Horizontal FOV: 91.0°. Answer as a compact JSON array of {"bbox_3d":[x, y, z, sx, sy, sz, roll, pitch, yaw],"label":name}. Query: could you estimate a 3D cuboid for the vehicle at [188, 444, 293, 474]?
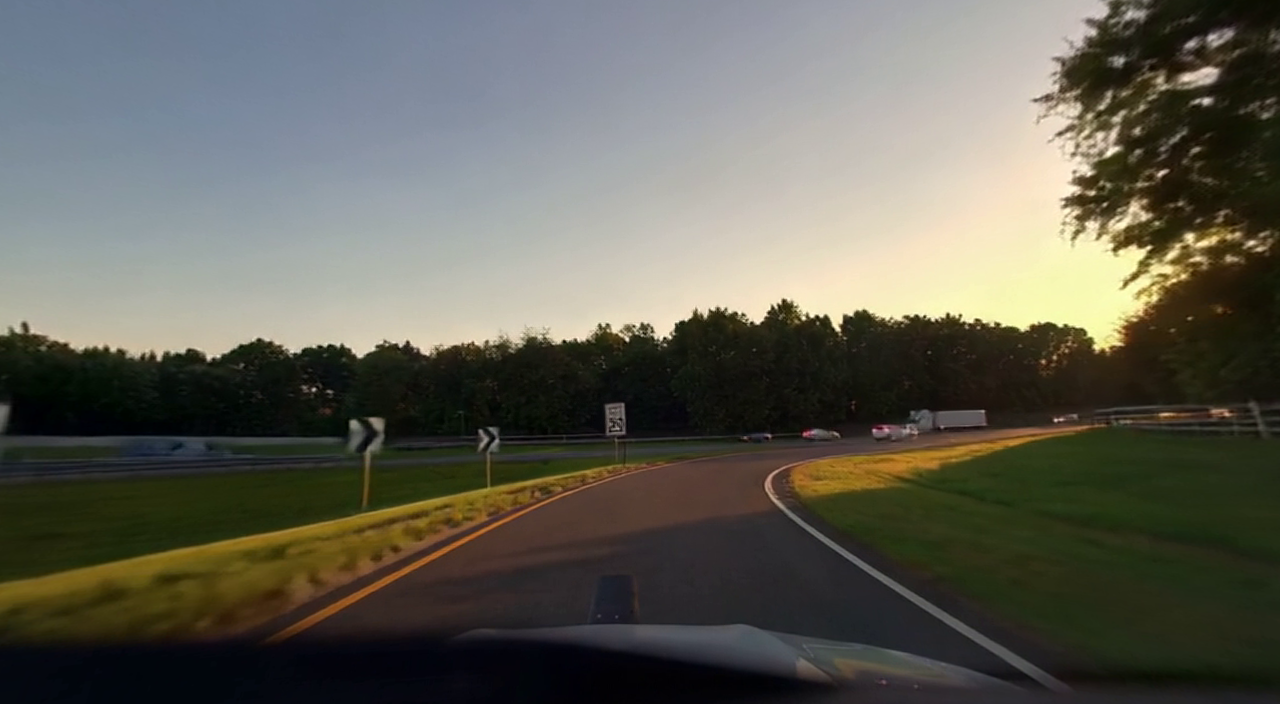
[{"bbox_3d":[-22.779,6.121,36.172,4.843,1.579,2.135,4,-9,-28],"label":"vehicle"}]
